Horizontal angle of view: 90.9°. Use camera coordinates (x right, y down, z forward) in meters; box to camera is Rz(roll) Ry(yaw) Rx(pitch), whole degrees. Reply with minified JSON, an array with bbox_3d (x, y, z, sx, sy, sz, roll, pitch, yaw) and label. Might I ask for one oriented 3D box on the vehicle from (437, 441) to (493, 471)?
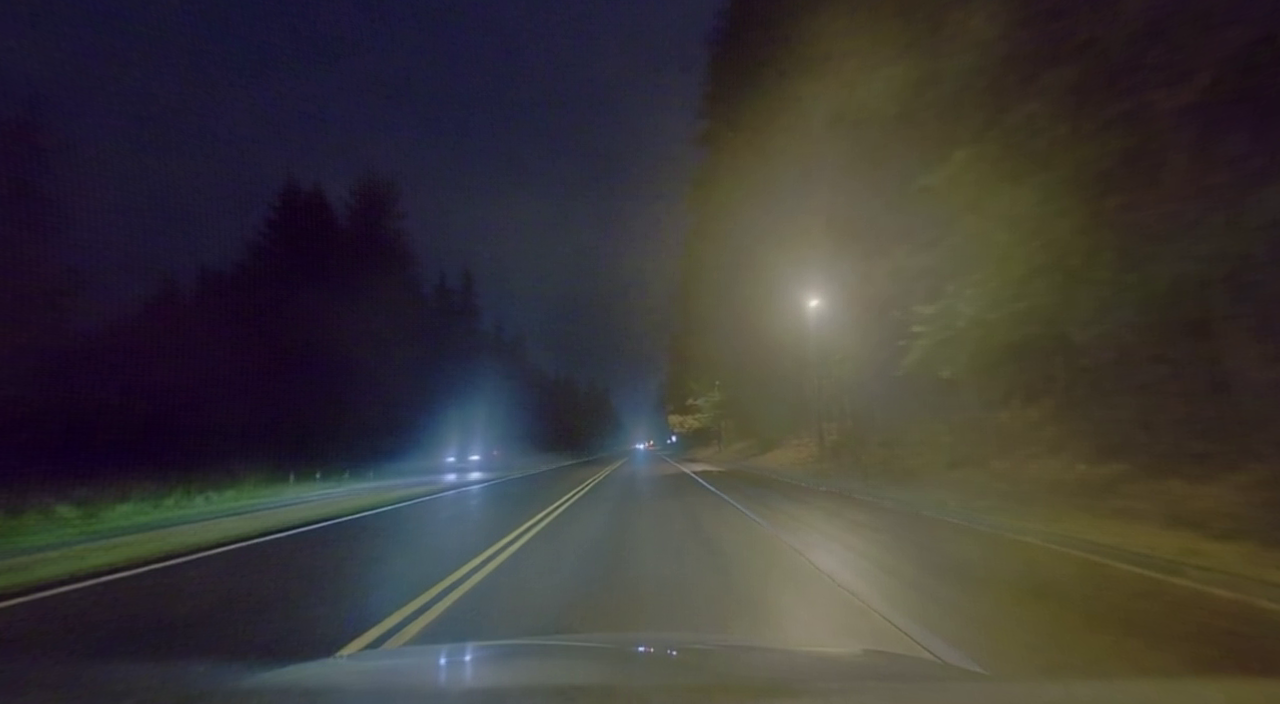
[{"bbox_3d":[-10.449,6.246,38.048,1.953,1.670,4.511,-1,-8,2],"label":"vehicle"}]
